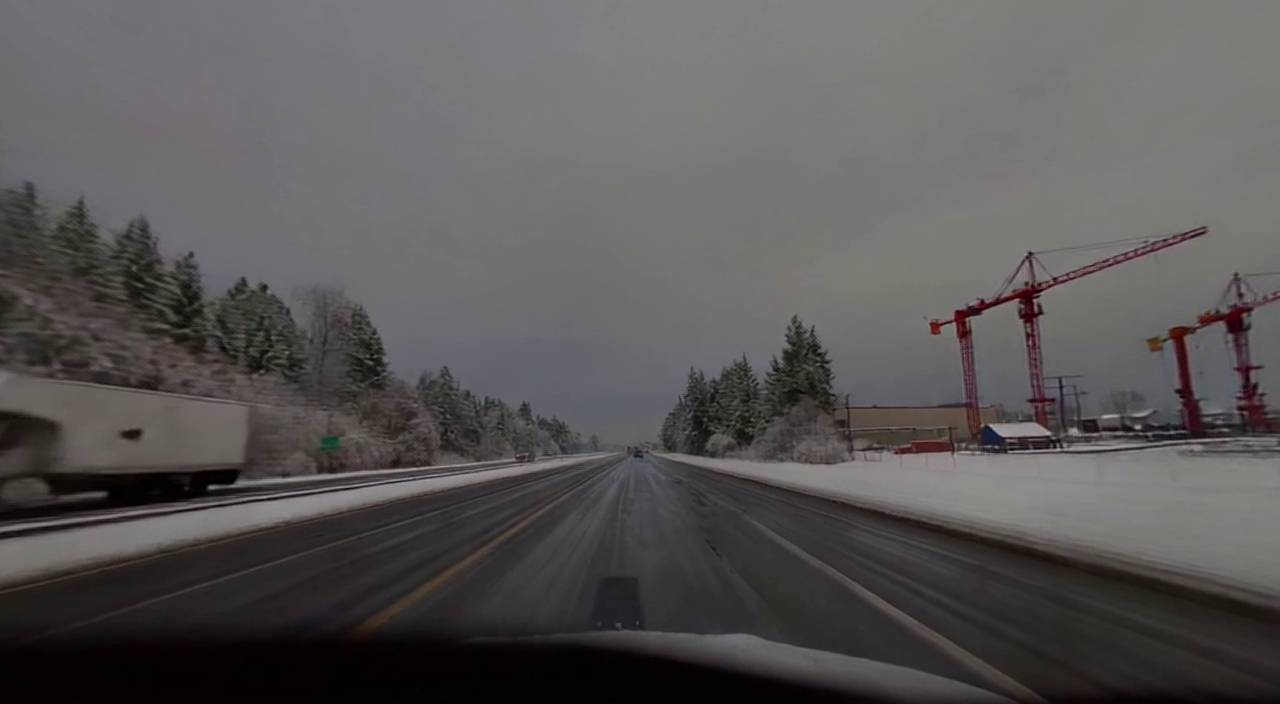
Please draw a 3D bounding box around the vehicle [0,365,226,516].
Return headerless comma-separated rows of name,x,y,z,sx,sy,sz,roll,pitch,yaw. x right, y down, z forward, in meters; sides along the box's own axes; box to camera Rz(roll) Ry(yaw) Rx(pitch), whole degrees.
vehicle,-16.308,2.561,17.954,2.917,3.480,8.865,0,-9,0
